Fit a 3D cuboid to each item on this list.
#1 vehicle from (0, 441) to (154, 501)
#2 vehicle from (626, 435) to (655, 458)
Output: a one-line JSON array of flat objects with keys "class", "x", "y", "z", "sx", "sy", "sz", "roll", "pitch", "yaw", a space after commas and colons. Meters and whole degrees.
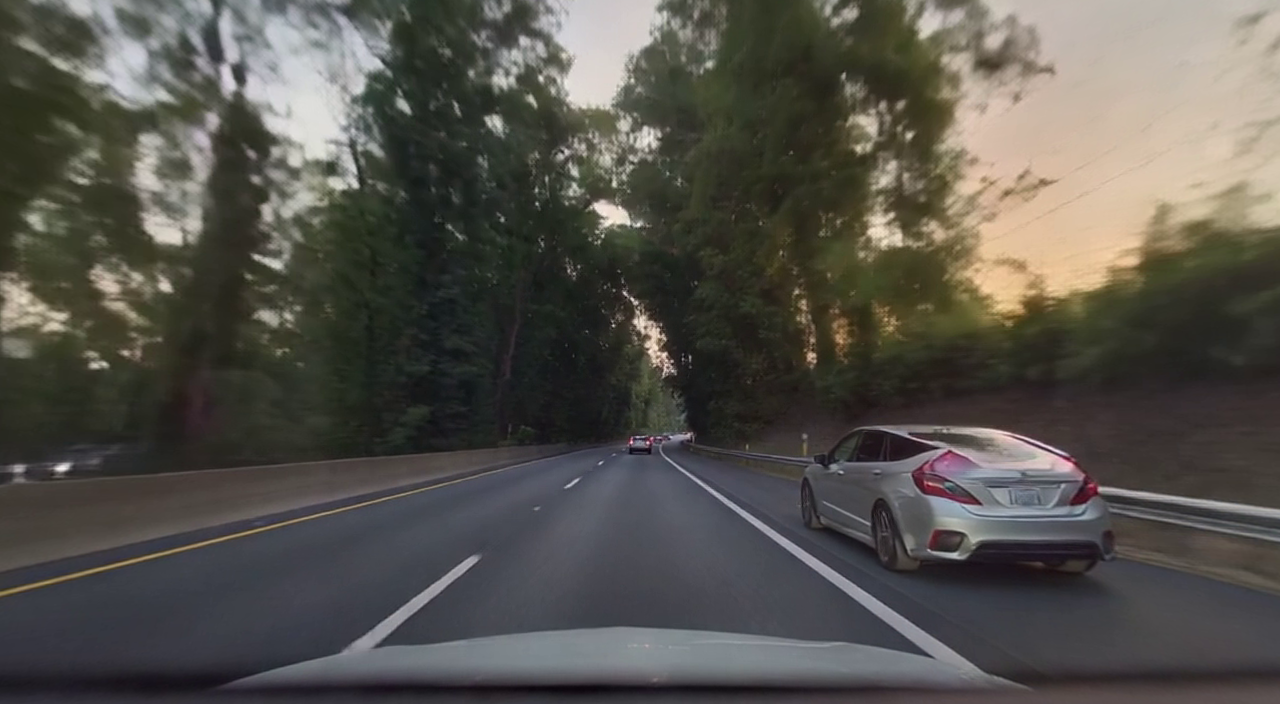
[{"class": "vehicle", "x": -16.710, "y": 3.315, "z": 18.103, "sx": 2.045, "sy": 1.467, "sz": 4.296, "roll": 0, "pitch": -8, "yaw": 0}, {"class": "vehicle", "x": -0.031, "y": 7.123, "z": 47.804, "sx": 2.094, "sy": 1.653, "sz": 4.283, "roll": 0, "pitch": -8, "yaw": -2}]
